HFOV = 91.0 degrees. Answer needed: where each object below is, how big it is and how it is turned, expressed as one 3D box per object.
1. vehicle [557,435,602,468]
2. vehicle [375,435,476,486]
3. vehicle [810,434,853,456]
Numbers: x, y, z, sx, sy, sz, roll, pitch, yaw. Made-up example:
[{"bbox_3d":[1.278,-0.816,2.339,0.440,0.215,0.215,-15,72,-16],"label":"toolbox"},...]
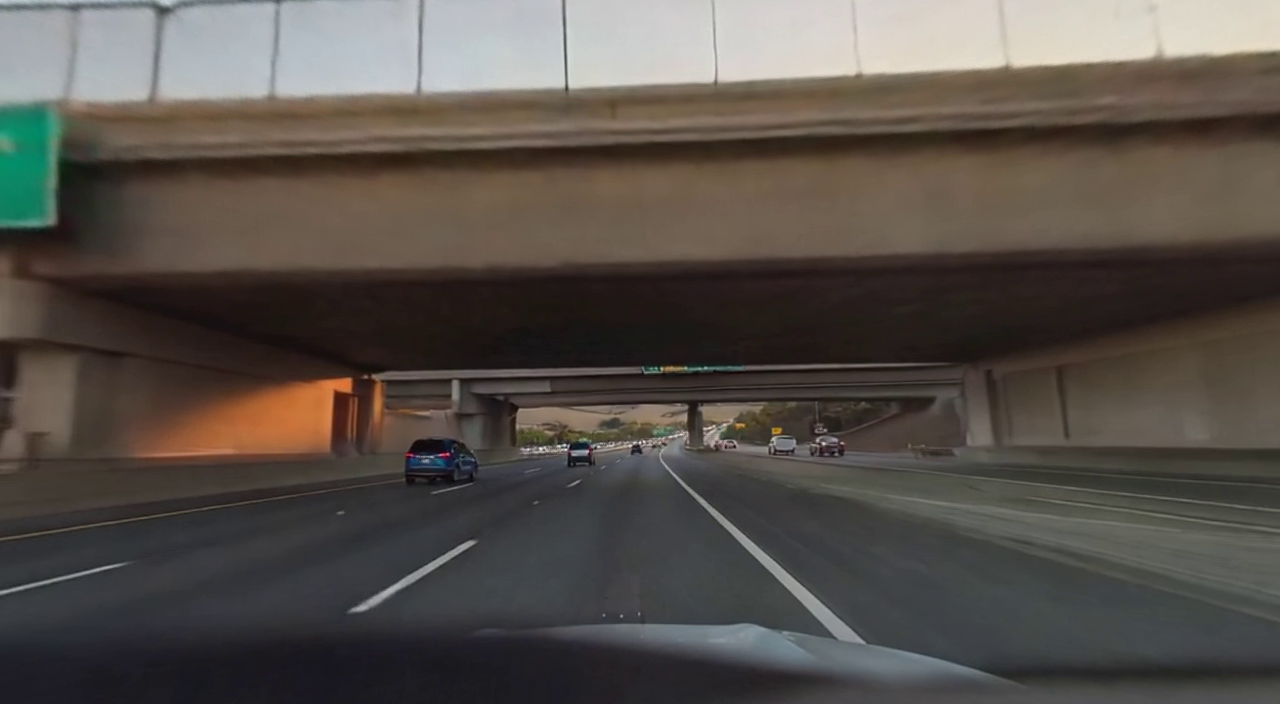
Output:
[{"bbox_3d":[-3.592,5.998,38.100,2.144,1.847,4.850,0,-8,1],"label":"vehicle"},{"bbox_3d":[-7.869,4.003,23.607,2.092,1.712,4.627,0,-8,1],"label":"vehicle"},{"bbox_3d":[14.344,6.993,47.393,1.896,1.518,4.417,0,-8,1],"label":"vehicle"}]
